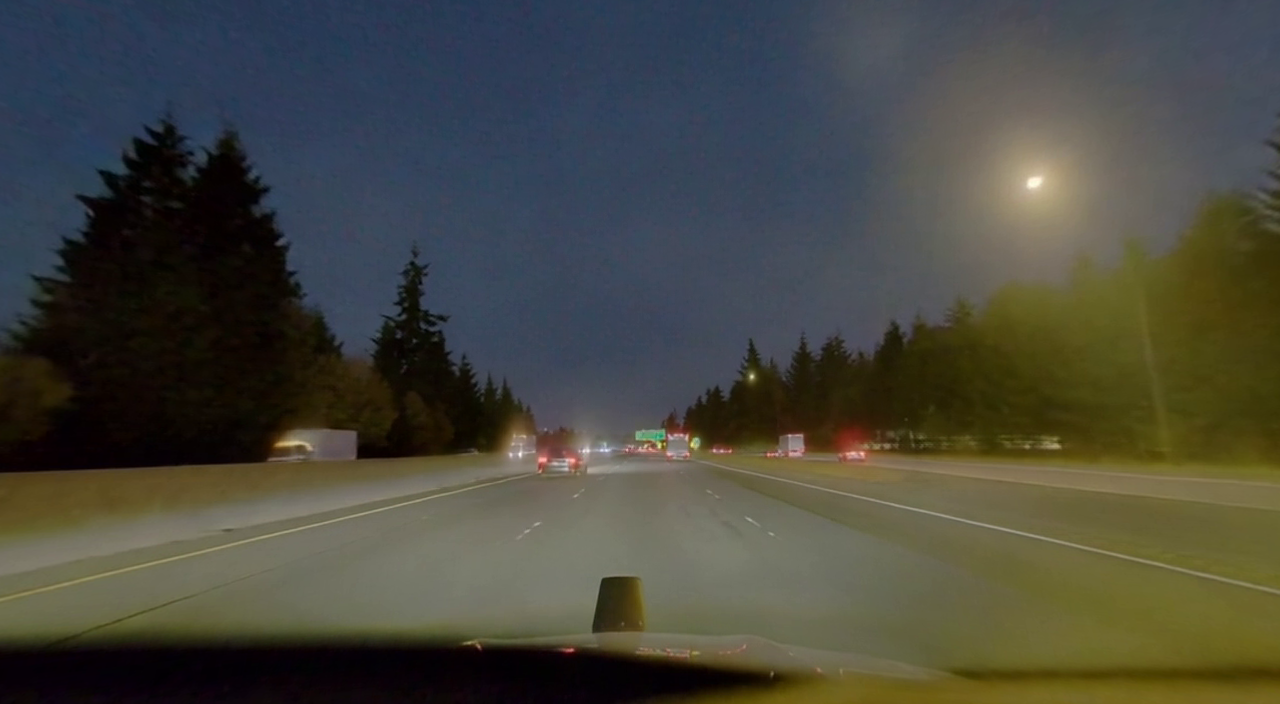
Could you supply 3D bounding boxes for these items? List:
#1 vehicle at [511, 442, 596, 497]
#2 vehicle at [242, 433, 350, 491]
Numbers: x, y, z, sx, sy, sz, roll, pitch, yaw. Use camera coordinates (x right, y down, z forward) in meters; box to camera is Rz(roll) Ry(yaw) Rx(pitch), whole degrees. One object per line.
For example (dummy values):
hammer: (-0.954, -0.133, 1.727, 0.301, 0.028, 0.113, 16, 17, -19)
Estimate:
vehicle: (-2.616, 3.681, 20.034, 1.936, 1.545, 4.116, -1, -9, 3)
vehicle: (-16.998, 5.437, 31.542, 2.336, 2.601, 5.237, 0, -9, 1)
